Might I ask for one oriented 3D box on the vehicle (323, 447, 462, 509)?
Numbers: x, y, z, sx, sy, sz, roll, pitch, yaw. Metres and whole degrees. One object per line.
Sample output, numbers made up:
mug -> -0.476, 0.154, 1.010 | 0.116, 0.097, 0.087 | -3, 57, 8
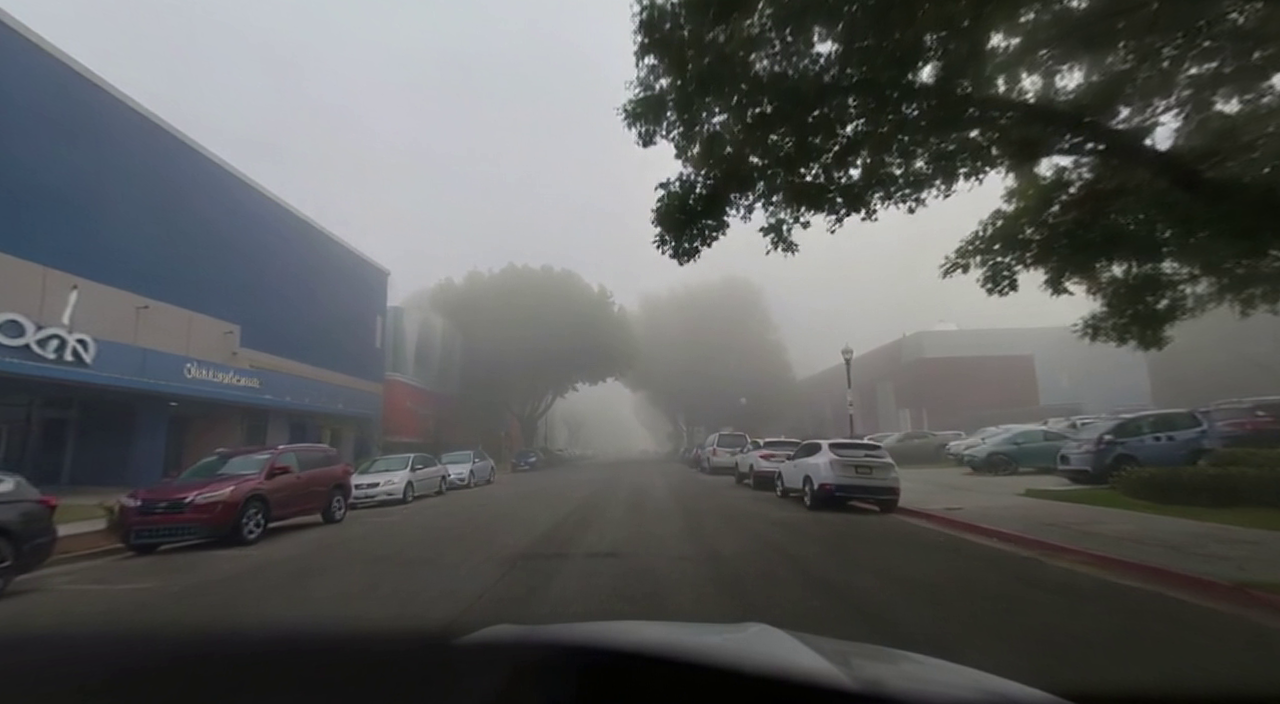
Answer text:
vehicle -> -7.023, 3.590, 18.565 | 2.001, 1.502, 4.851 | -1, -8, 2

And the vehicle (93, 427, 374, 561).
vehicle -> -7.022, 2.406, 11.769 | 2.238, 1.891, 4.780 | -1, -7, -3

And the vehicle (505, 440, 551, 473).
vehicle -> -6.735, 6.349, 38.288 | 1.996, 1.770, 5.518 | -1, -10, -2

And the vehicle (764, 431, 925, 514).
vehicle -> 4.261, 2.600, 14.126 | 1.973, 1.494, 4.867 | 0, -9, 0
